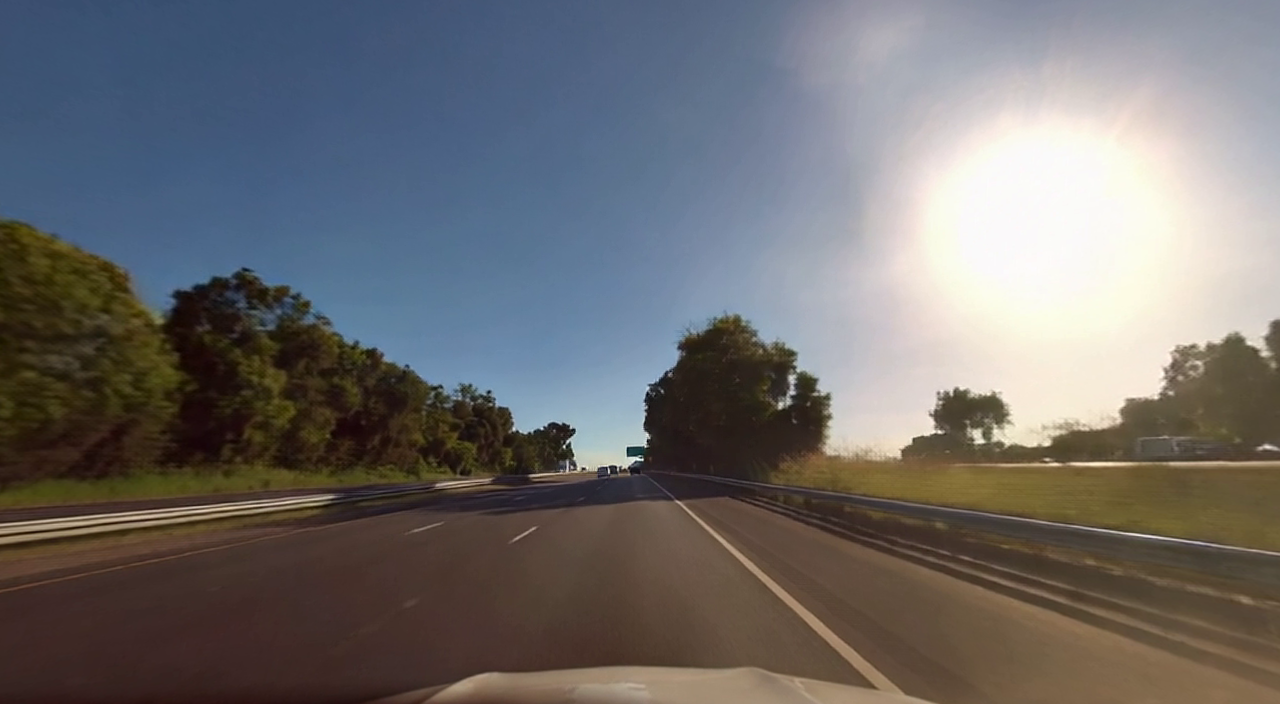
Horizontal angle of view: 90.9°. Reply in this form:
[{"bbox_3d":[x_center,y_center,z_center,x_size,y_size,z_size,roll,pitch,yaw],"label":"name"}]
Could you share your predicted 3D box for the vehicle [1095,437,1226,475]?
[{"bbox_3d":[25.778,5.191,31.326,4.723,1.688,2.004,-9,-15,43],"label":"vehicle"}]
